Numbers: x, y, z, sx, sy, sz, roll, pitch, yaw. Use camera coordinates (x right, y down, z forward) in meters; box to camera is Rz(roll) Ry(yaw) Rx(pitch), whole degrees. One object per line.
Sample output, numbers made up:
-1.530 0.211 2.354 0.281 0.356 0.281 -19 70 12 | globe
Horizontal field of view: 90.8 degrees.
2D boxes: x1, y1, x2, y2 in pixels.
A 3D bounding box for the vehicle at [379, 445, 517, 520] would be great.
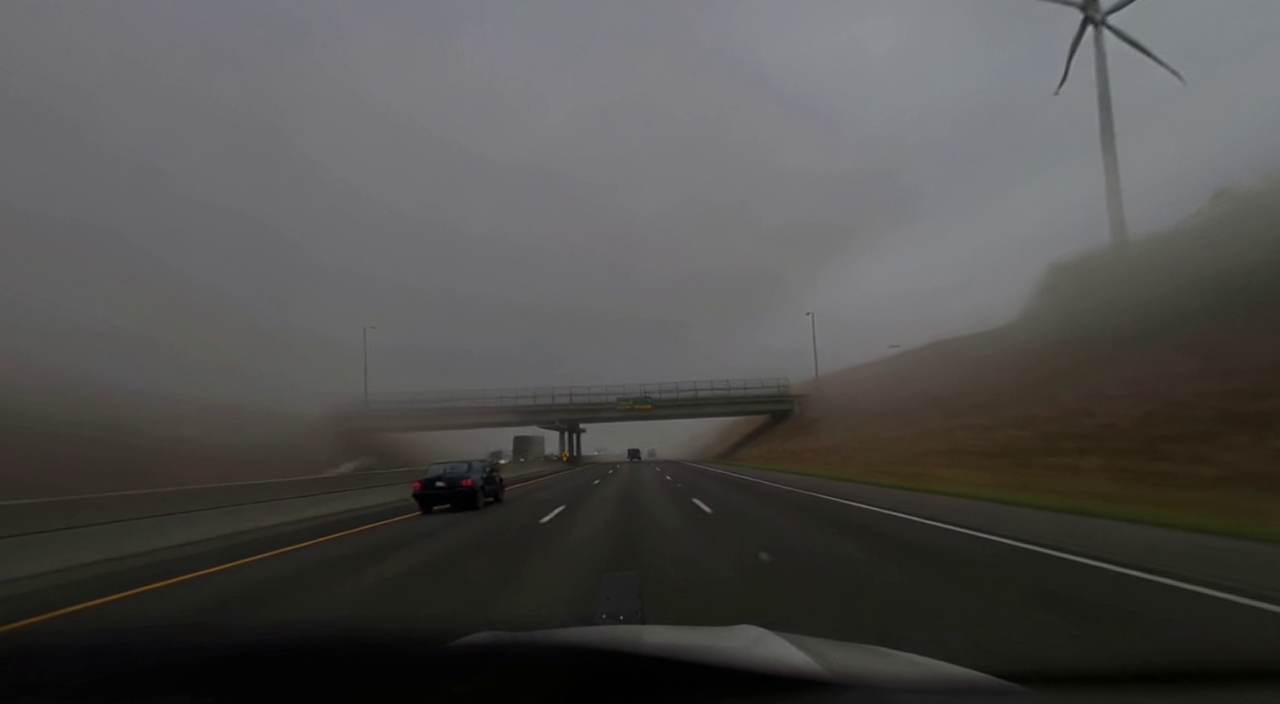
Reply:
-4.286 2.964 14.838 1.921 1.481 4.120 0 -9 0 | vehicle
